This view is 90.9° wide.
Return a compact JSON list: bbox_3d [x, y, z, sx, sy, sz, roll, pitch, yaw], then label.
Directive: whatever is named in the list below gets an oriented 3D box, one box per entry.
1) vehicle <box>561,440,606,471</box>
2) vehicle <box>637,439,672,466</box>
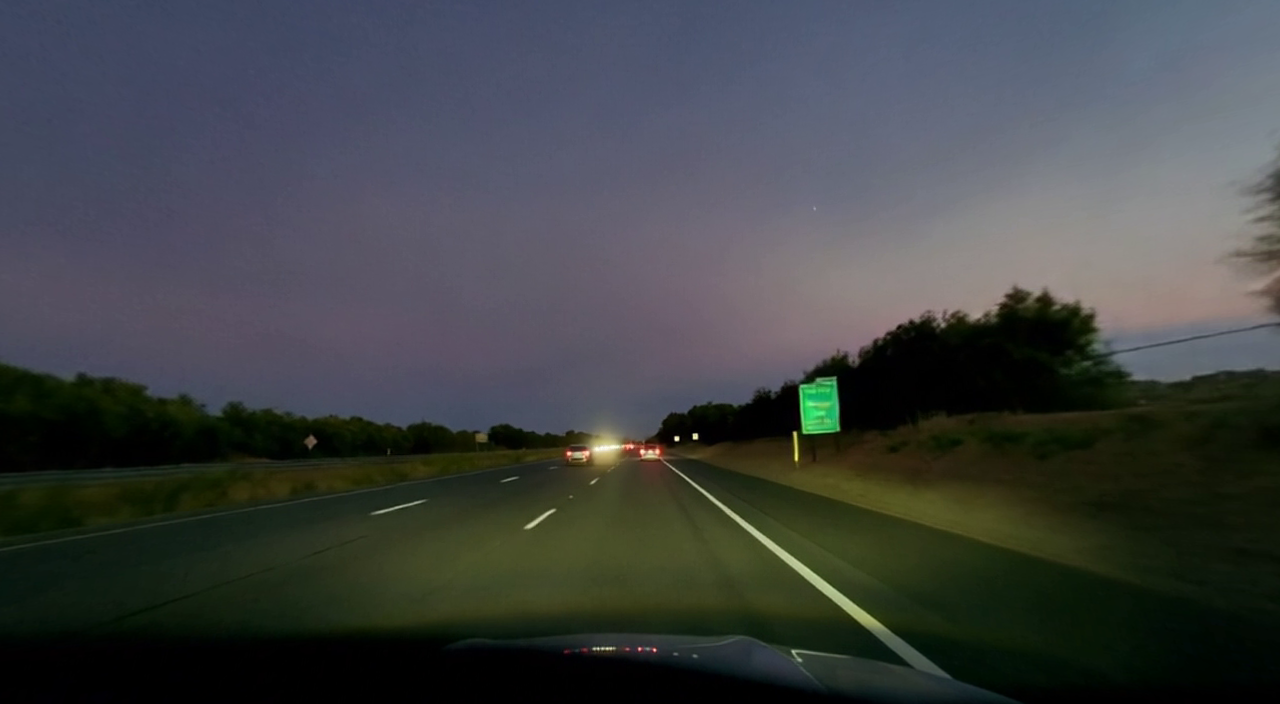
[{"bbox_3d":[-3.143,5.868,35.891,2.028,1.634,4.441,-1,-8,2],"label":"vehicle"},{"bbox_3d":[0.988,6.964,43.848,2.259,1.697,4.106,0,-8,1],"label":"vehicle"}]
